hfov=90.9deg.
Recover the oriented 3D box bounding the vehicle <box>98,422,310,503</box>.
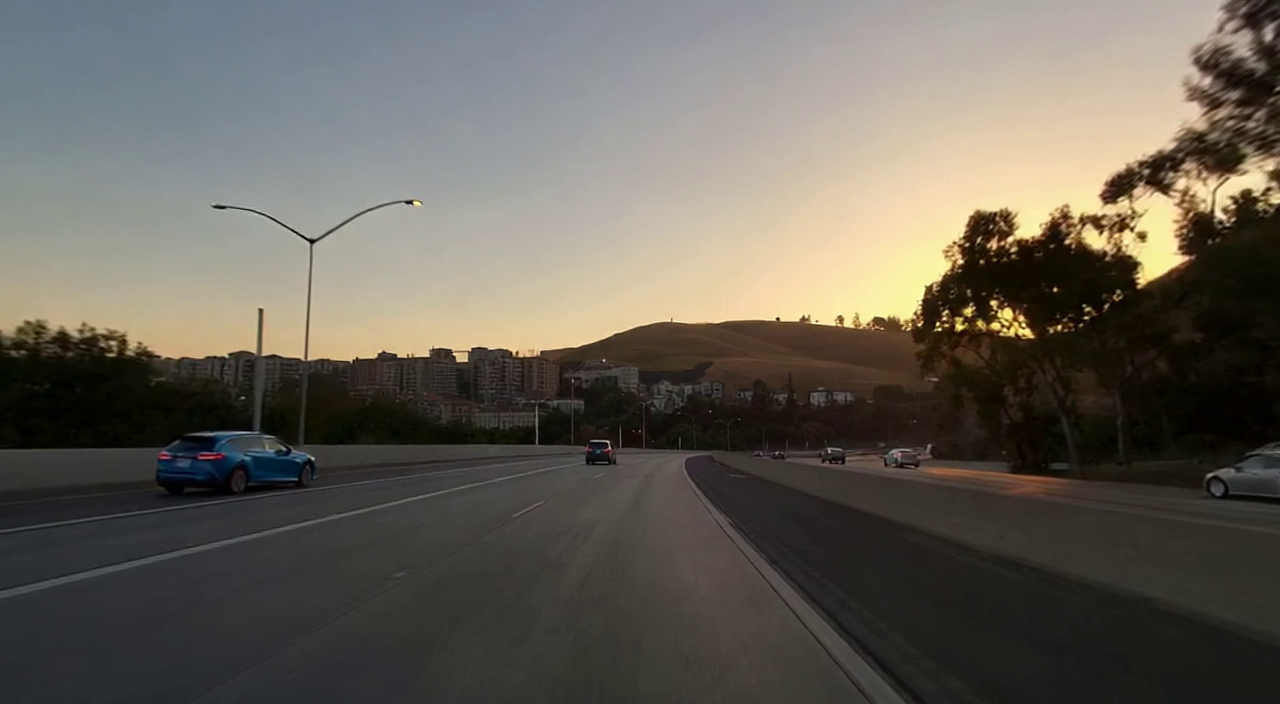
[{"bbox_3d":[-10.819,2.770,16.216,2.039,1.746,4.528,-1,-8,3],"label":"vehicle"}]

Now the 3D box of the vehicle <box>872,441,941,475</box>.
[{"bbox_3d":[13.118,5.213,31.340,1.786,1.559,4.496,-1,-8,5],"label":"vehicle"}]

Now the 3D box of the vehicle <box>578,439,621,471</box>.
[{"bbox_3d":[-2.391,6.202,38.085,2.028,1.782,4.150,-1,-8,5],"label":"vehicle"}]
